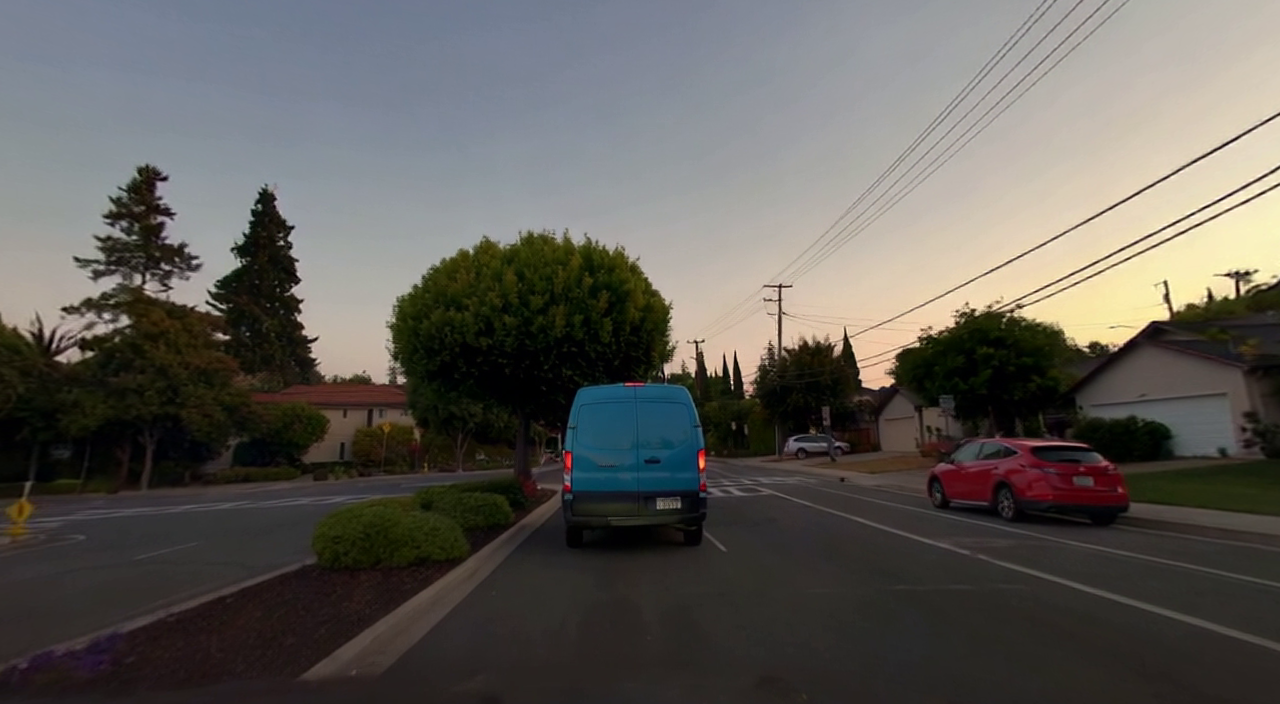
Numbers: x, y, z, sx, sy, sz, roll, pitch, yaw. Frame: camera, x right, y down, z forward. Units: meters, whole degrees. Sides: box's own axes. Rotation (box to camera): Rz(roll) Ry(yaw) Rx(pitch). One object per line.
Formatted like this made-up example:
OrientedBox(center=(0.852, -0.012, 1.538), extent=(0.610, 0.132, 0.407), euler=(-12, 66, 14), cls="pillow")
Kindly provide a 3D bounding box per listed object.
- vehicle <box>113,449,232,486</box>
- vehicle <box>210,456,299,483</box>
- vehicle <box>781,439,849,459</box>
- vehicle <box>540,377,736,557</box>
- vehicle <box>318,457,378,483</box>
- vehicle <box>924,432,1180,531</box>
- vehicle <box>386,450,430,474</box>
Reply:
OrientedBox(center=(-26.855, 6.624, 36.449), extent=(5.026, 2.017, 2.215), euler=(0, -9, -1), cls="vehicle")
OrientedBox(center=(-27.295, 8.344, 44.851), extent=(4.972, 1.776, 2.057), euler=(0, -9, -1), cls="vehicle")
OrientedBox(center=(12.996, 7.221, 47.010), extent=(4.483, 1.463, 1.805), euler=(0, -9, 0), cls="vehicle")
OrientedBox(center=(-0.166, 1.734, 10.079), extent=(2.342, 2.142, 4.809), euler=(0, -9, -4), cls="vehicle")
OrientedBox(center=(-18.342, 7.433, 39.903), extent=(1.816, 1.445, 4.120), euler=(0, -9, 1), cls="vehicle")
OrientedBox(center=(7.358, 2.327, 11.953), extent=(1.883, 1.504, 4.220), euler=(0, -9, -2), cls="vehicle")
OrientedBox(center=(-17.919, 8.477, 48.960), extent=(1.841, 1.769, 4.105), euler=(0, -9, 0), cls="vehicle")
